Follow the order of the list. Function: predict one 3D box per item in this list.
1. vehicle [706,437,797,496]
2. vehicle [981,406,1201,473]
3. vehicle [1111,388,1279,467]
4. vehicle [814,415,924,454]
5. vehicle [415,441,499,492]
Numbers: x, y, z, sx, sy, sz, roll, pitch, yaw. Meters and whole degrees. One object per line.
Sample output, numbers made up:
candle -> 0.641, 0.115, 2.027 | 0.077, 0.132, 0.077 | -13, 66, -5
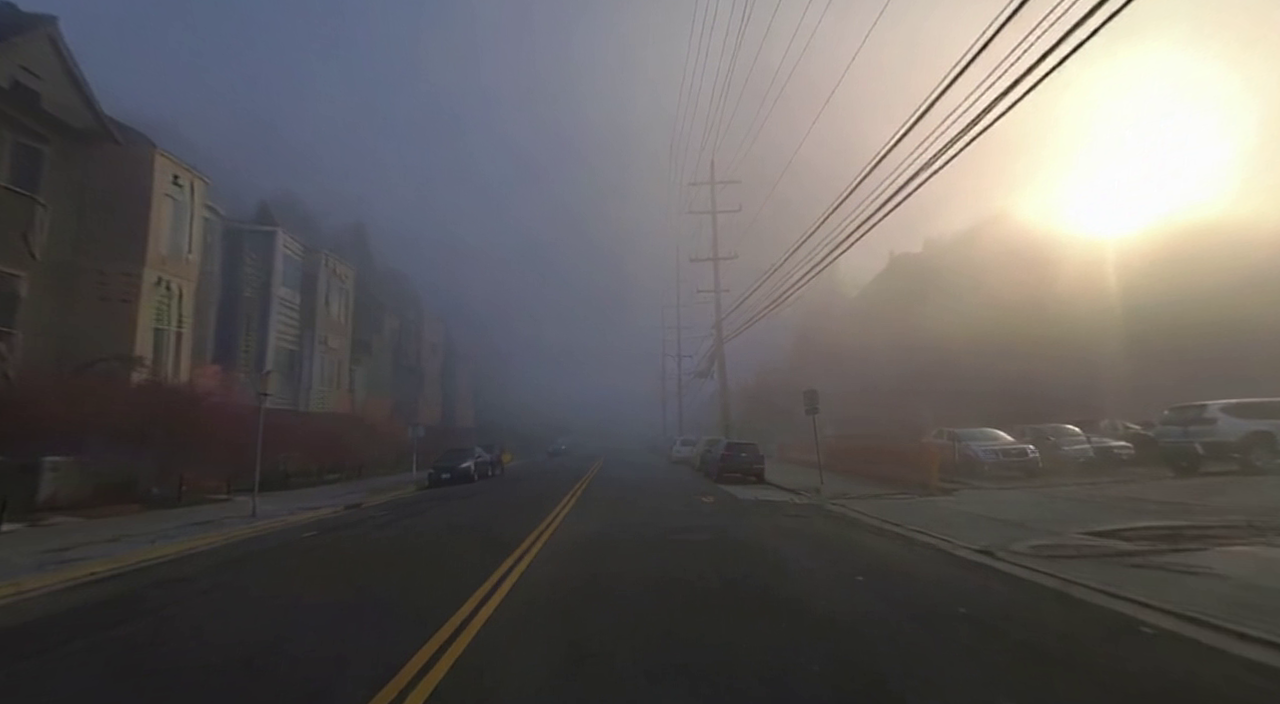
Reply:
vehicle -> 3.236, 3.399, 19.103 | 1.914, 1.591, 3.892 | 0, -8, -2
vehicle -> 12.665, 2.528, 18.081 | 1.897, 1.659, 4.648 | 5, -10, -32
vehicle -> 16.611, 2.085, 17.174 | 2.153, 1.976, 5.514 | 6, -10, -34
vehicle -> 12.017, 4.460, 33.656 | 2.152, 1.875, 5.778 | 3, -9, -21
vehicle -> -6.567, 4.113, 23.160 | 1.913, 1.672, 4.267 | 0, -8, -1
